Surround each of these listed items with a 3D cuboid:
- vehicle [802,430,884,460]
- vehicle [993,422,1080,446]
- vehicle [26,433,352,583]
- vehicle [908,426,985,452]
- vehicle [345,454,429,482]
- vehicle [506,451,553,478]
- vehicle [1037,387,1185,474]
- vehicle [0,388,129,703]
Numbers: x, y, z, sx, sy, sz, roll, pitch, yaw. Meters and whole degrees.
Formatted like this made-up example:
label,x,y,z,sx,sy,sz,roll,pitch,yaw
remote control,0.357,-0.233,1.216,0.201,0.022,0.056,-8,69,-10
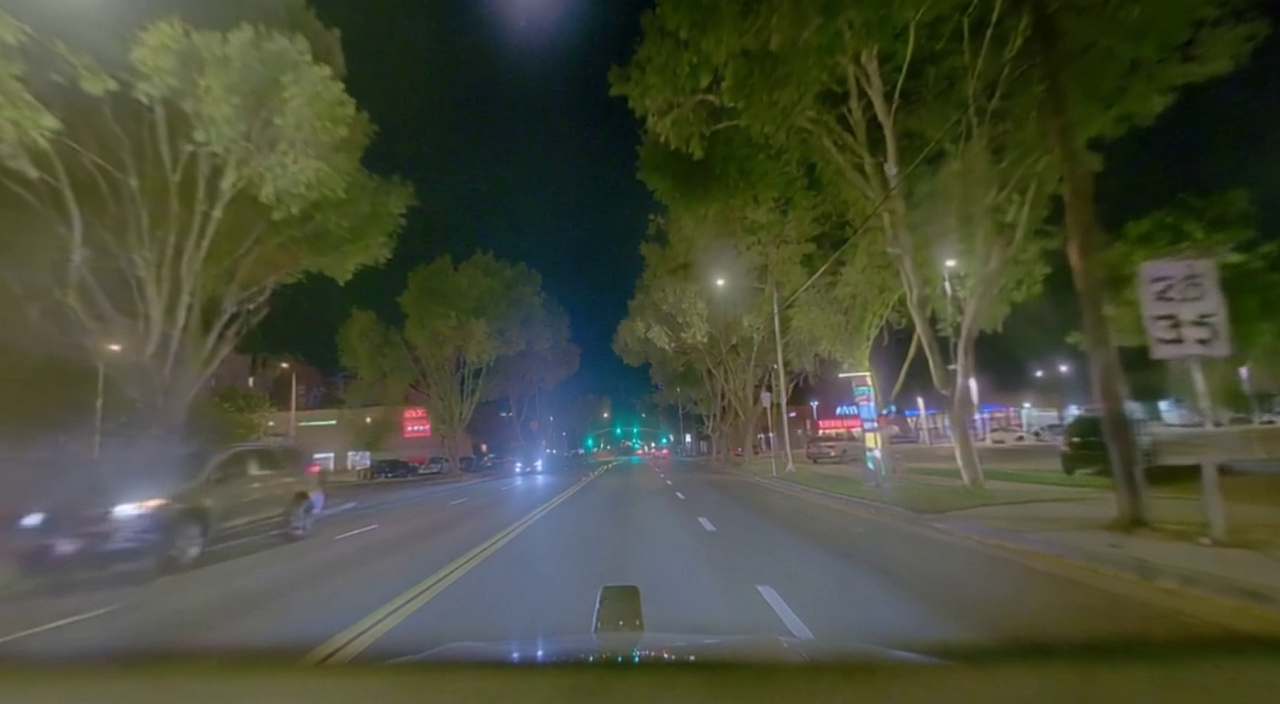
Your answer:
label,x,y,z,sx,sy,sz,roll,pitch,yaw
vehicle,11.028,5.028,34.182,4.587,1.504,1.928,6,-11,-39
vehicle,25.888,5.420,41.310,4.413,1.435,1.765,-9,-12,44
vehicle,-6.955,2.388,10.631,2.027,1.909,4.696,0,-9,-1
vehicle,21.795,6.219,45.060,4.442,1.451,1.945,-12,-12,42
vehicle,-16.554,7.614,41.520,4.650,1.700,1.915,0,-9,-1
vehicle,-6.649,6.789,38.383,1.962,1.478,4.639,-1,-9,1
vehicle,11.378,1.922,15.089,2.124,1.711,5.059,-8,-12,42
vehicle,-4.069,0.811,1.306,2.103,1.750,4.660,0,-9,0
